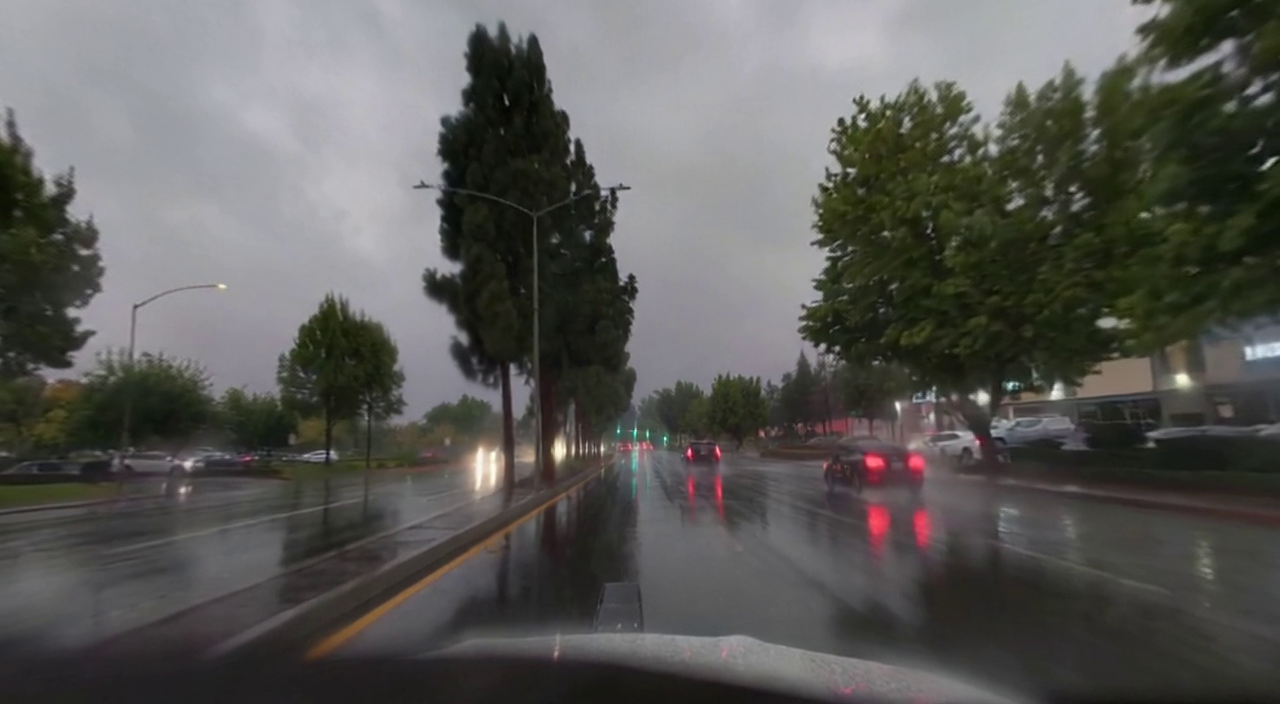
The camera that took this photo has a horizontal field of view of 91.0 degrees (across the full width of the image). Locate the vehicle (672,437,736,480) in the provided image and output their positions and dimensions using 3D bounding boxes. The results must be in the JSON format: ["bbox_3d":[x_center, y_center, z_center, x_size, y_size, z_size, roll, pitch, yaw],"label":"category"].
[{"bbox_3d":[2.641,4.531,27.077,2.161,1.676,4.151,0,-9,-2],"label":"vehicle"}]

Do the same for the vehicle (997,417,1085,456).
[{"bbox_3d":[28.135,6.015,44.449,2.438,2.602,5.677,0,-9,0],"label":"vehicle"}]

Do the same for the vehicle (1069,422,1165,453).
[{"bbox_3d":[33.334,6.059,44.269,2.307,2.019,5.604,0,-9,-1],"label":"vehicle"}]

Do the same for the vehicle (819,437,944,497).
[{"bbox_3d":[6.833,3.270,18.338,1.886,1.528,4.169,0,-9,-1],"label":"vehicle"}]

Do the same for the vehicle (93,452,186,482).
[{"bbox_3d":[-33.739,7.721,42.612,1.999,1.834,4.697,-1,-9,9],"label":"vehicle"}]

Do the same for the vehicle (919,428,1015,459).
[{"bbox_3d":[22.773,6.451,44.309,2.858,2.005,6.831,0,-8,-3],"label":"vehicle"}]
